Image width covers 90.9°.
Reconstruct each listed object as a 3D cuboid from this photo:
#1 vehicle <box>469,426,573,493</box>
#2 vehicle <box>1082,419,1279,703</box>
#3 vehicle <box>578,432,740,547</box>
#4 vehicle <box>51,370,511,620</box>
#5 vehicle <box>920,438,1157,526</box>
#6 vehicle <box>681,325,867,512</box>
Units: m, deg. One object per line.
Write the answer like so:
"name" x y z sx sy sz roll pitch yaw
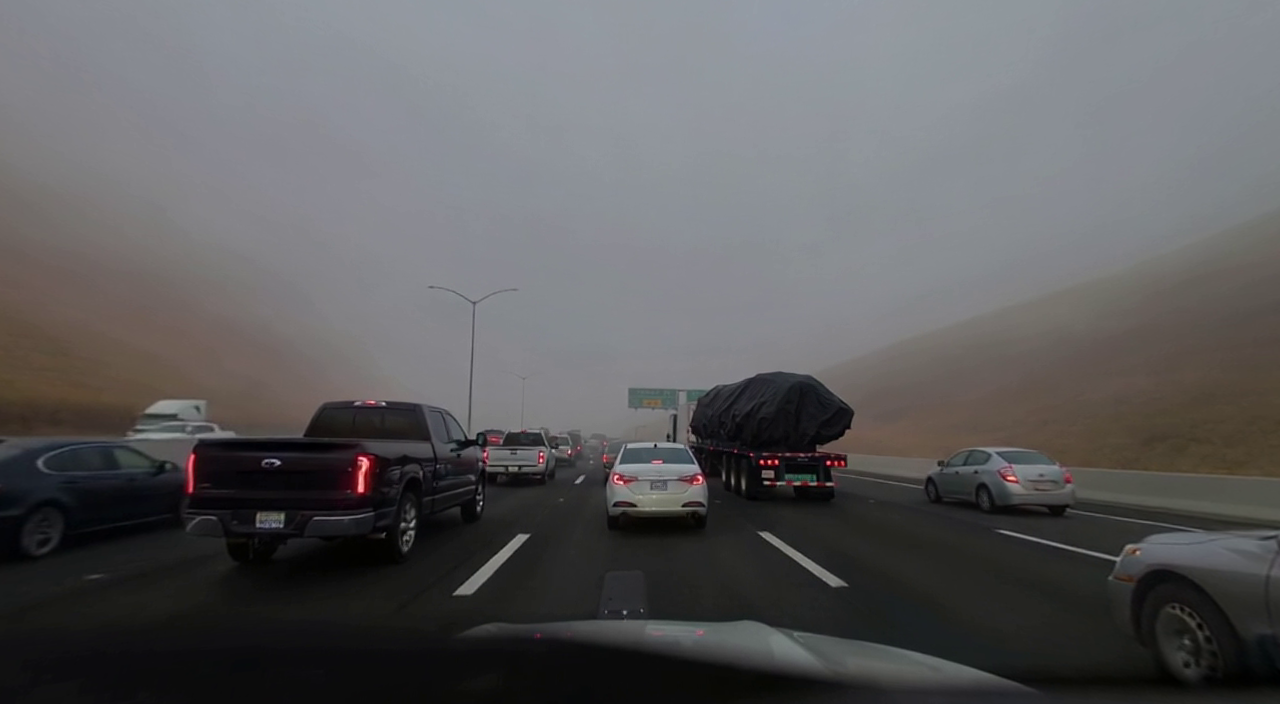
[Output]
"vehicle" -3.544 3.326 19.969 2.348 1.821 5.061 0 -8 0
"vehicle" 3.555 0.797 1.107 2.169 1.447 4.817 0 -8 2
"vehicle" 0.221 2.082 10.263 2.105 1.471 3.978 0 -8 -1
"vehicle" -3.294 1.474 7.576 2.318 1.902 5.374 0 -8 0
"vehicle" 7.774 2.530 12.948 2.092 1.495 4.194 0 -8 0
"vehicle" 3.284 2.197 19.339 2.759 4.098 10.906 0 -8 -3
